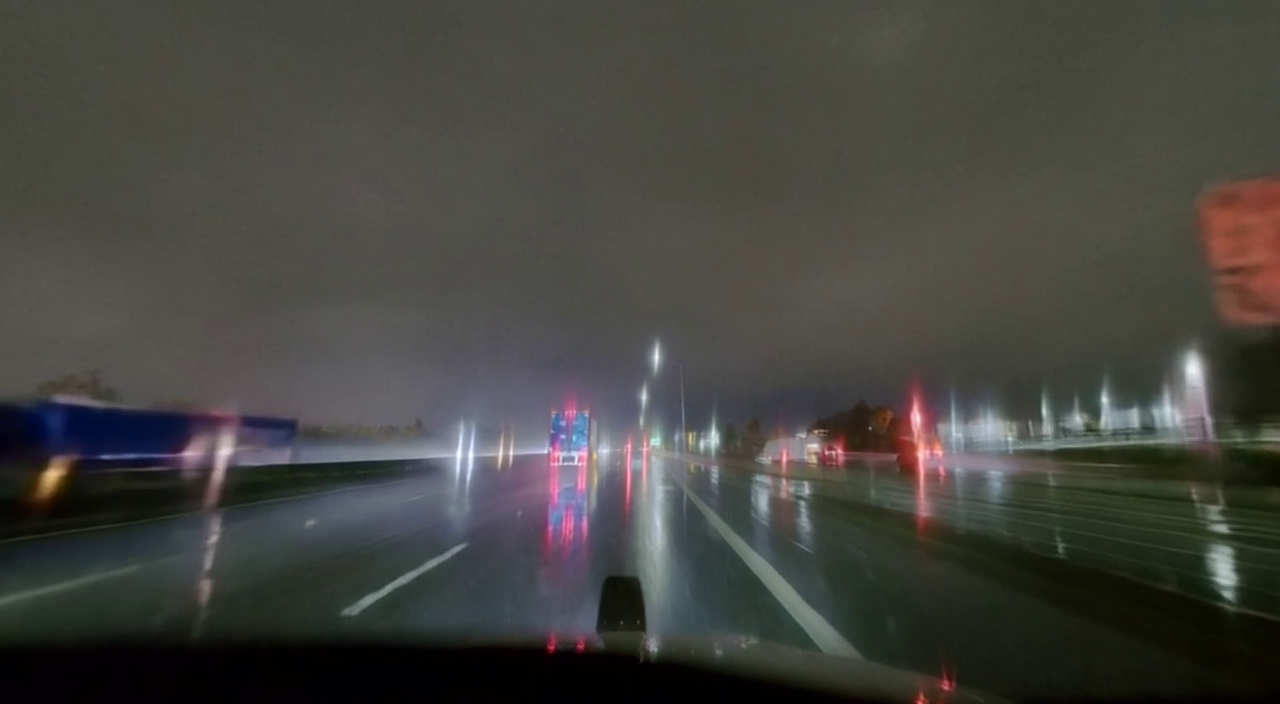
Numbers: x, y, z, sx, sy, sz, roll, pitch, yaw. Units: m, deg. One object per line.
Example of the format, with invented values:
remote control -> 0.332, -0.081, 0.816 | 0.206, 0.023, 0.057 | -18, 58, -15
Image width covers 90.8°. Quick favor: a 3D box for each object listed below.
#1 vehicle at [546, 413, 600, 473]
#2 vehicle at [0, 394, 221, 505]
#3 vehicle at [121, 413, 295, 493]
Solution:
vehicle -> -4.154, 5.875, 40.585 | 2.707, 3.461, 7.191 | 0, -9, 0
vehicle -> -24.492, 4.191, 27.059 | 2.843, 3.924, 14.815 | 0, -9, 0
vehicle -> -20.043, 4.785, 30.075 | 2.739, 3.287, 7.745 | 0, -9, 0
